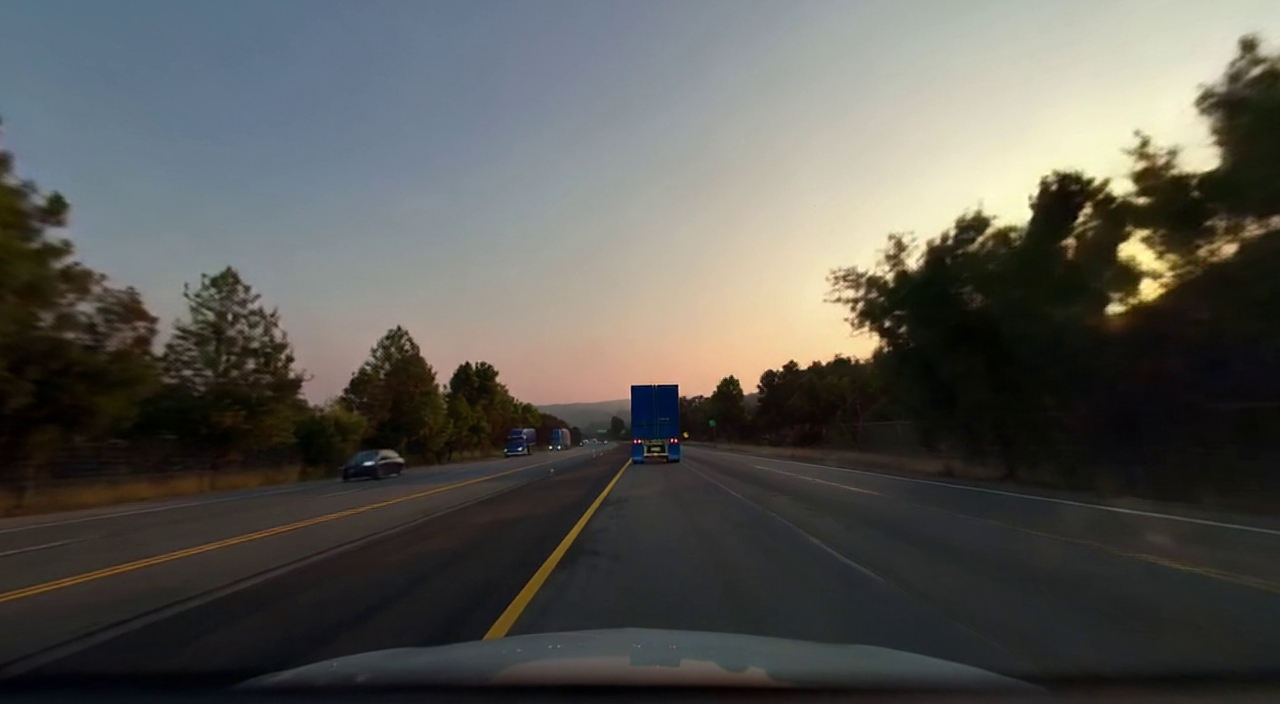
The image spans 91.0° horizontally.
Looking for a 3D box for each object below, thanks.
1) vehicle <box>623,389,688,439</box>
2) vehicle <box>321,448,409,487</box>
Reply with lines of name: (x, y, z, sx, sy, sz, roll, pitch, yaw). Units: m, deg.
vehicle: (0.582, 2.715, 26.737, 2.509, 1.890, 4.732, 0, -8, 0)
vehicle: (-11.810, 4.945, 27.337, 1.761, 1.520, 4.276, 0, -8, 2)
